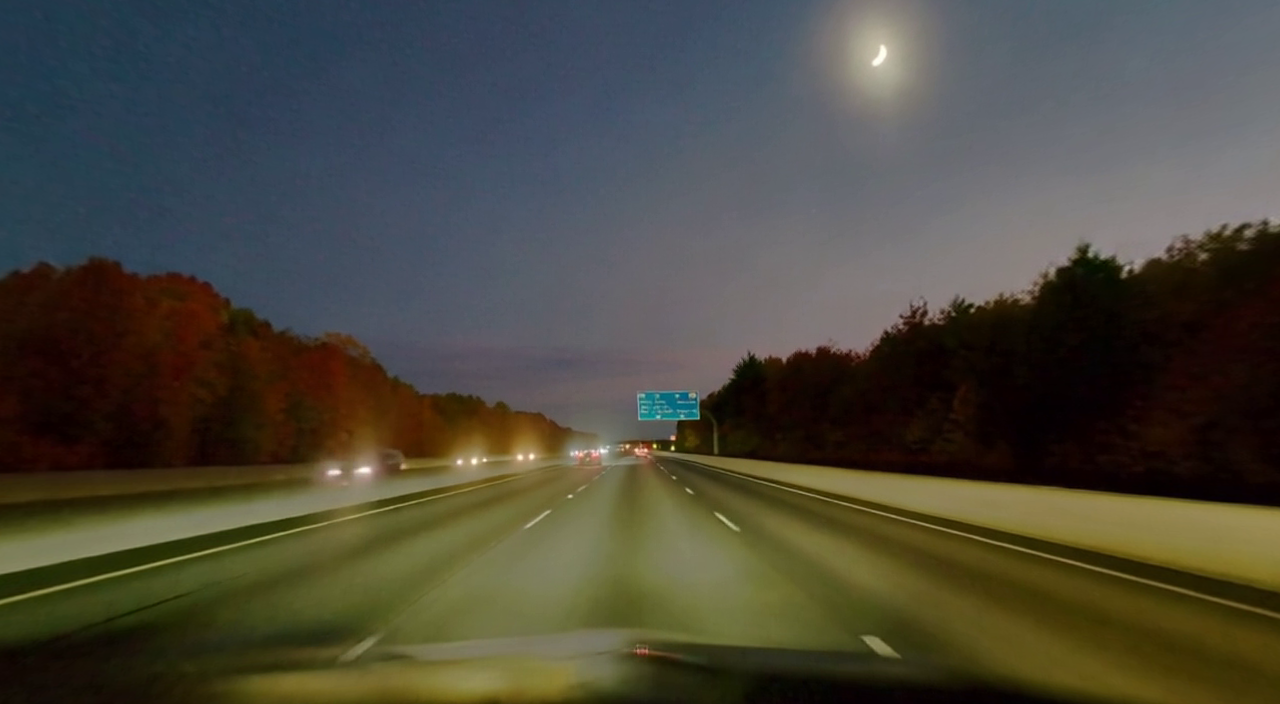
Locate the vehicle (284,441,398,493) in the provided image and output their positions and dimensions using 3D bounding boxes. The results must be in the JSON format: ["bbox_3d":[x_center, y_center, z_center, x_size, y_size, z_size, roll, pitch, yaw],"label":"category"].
[{"bbox_3d":[-11.267,4.340,24.065,2.101,1.757,4.711,0,-9,-1],"label":"vehicle"}]
